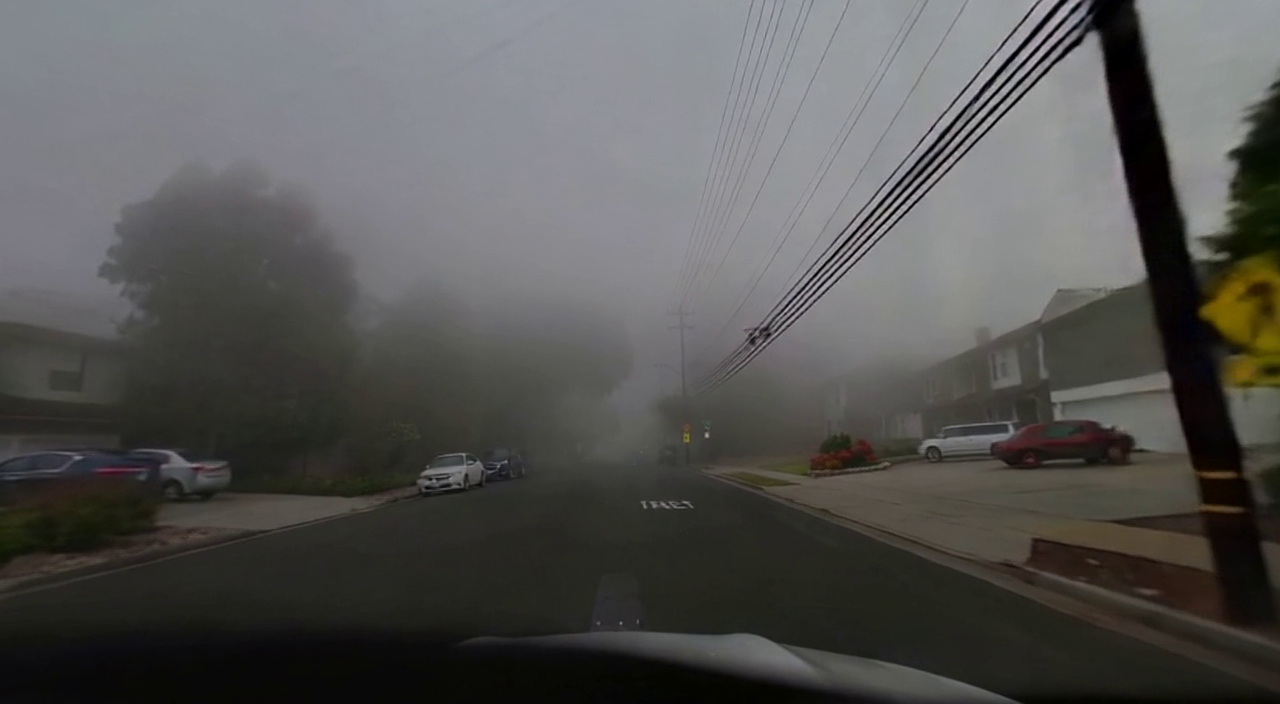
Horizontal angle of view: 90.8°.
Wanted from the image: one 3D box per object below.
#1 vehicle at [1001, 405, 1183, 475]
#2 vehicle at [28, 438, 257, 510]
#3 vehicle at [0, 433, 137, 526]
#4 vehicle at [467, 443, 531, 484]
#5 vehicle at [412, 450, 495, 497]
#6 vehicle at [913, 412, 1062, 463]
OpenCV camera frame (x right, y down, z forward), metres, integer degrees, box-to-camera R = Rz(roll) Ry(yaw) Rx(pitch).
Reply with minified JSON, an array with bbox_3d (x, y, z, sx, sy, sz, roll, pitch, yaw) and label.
[{"bbox_3d":[13.587,2.729,19.350,4.145,1.767,1.880,-9,-11,30],"label":"vehicle"},{"bbox_3d":[-13.827,3.401,17.848,4.432,1.870,2.299,0,-9,0],"label":"vehicle"},{"bbox_3d":[-14.281,2.719,13.740,4.543,1.824,2.379,0,-9,-3],"label":"vehicle"},{"bbox_3d":[-7.138,5.700,32.400,2.135,1.787,4.452,-4,-10,1],"label":"vehicle"},{"bbox_3d":[-7.093,4.639,24.440,2.041,1.587,3.920,-2,-9,0],"label":"vehicle"},{"bbox_3d":[13.712,3.430,25.128,4.836,1.789,2.229,-7,-9,29],"label":"vehicle"}]
